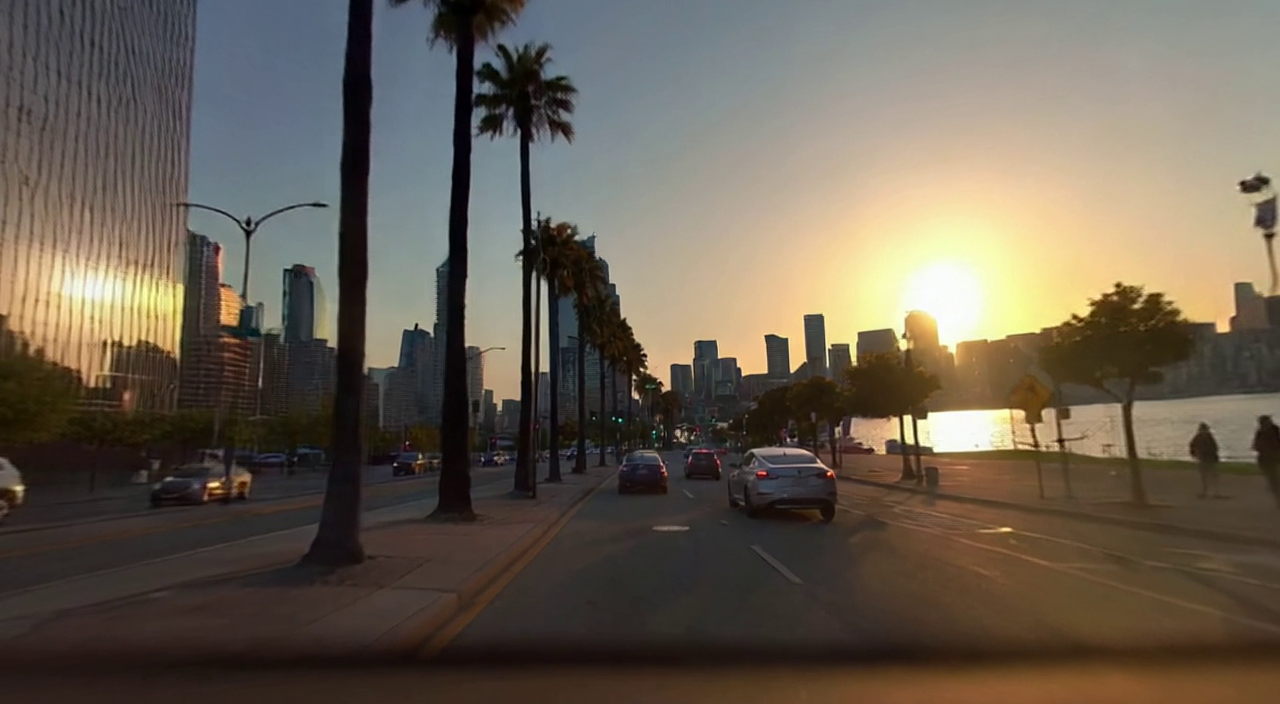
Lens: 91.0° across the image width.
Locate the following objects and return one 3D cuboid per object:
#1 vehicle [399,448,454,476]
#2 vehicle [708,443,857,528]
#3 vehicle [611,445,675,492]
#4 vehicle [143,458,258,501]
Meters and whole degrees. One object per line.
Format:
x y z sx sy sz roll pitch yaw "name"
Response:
-15.404 7.940 45.711 2.048 1.830 5.136 -1 -8 3 "vehicle"
2.813 2.766 13.788 2.051 1.509 4.933 0 -9 -1 "vehicle"
0.167 4.056 22.254 2.077 1.518 3.760 0 -9 2 "vehicle"
-18.203 5.265 26.313 1.887 1.569 4.014 0 -9 0 "vehicle"
